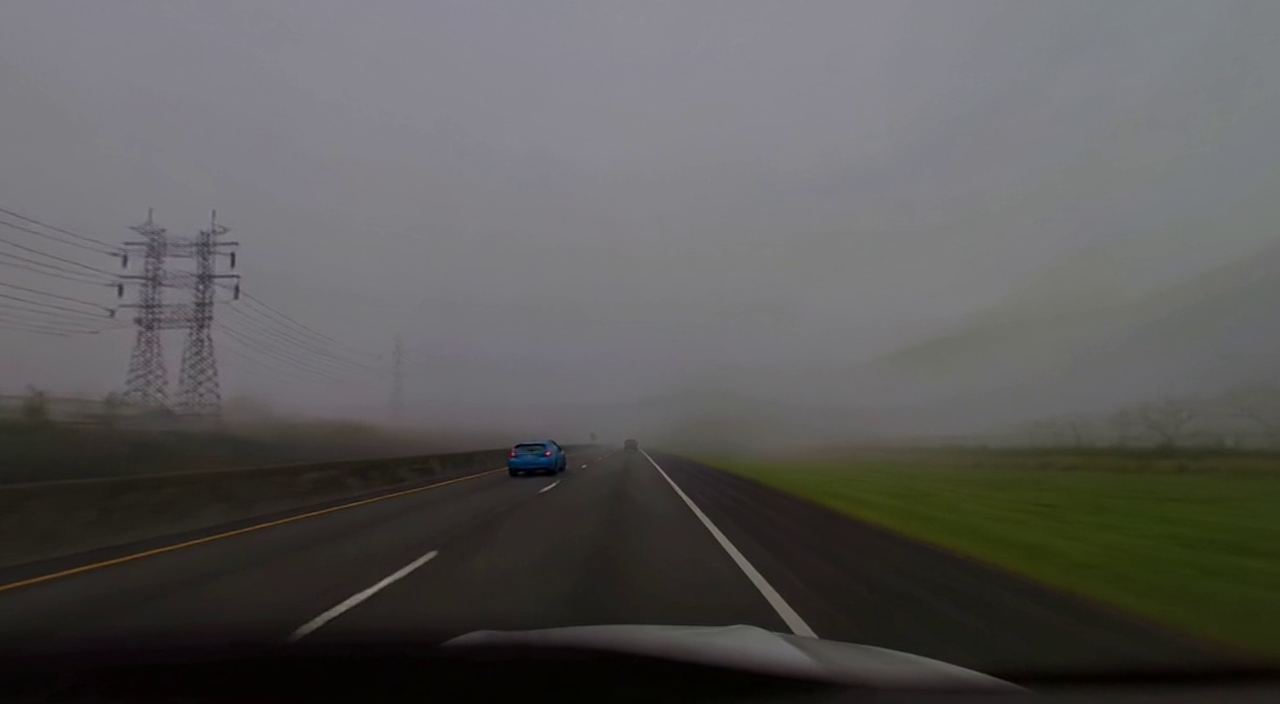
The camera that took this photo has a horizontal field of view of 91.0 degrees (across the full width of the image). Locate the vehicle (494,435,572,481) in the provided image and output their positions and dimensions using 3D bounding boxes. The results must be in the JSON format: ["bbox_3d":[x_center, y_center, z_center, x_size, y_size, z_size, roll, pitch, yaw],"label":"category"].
[{"bbox_3d":[-4.032,4.064,24.613,2.158,1.604,4.679,0,-8,1],"label":"vehicle"}]
